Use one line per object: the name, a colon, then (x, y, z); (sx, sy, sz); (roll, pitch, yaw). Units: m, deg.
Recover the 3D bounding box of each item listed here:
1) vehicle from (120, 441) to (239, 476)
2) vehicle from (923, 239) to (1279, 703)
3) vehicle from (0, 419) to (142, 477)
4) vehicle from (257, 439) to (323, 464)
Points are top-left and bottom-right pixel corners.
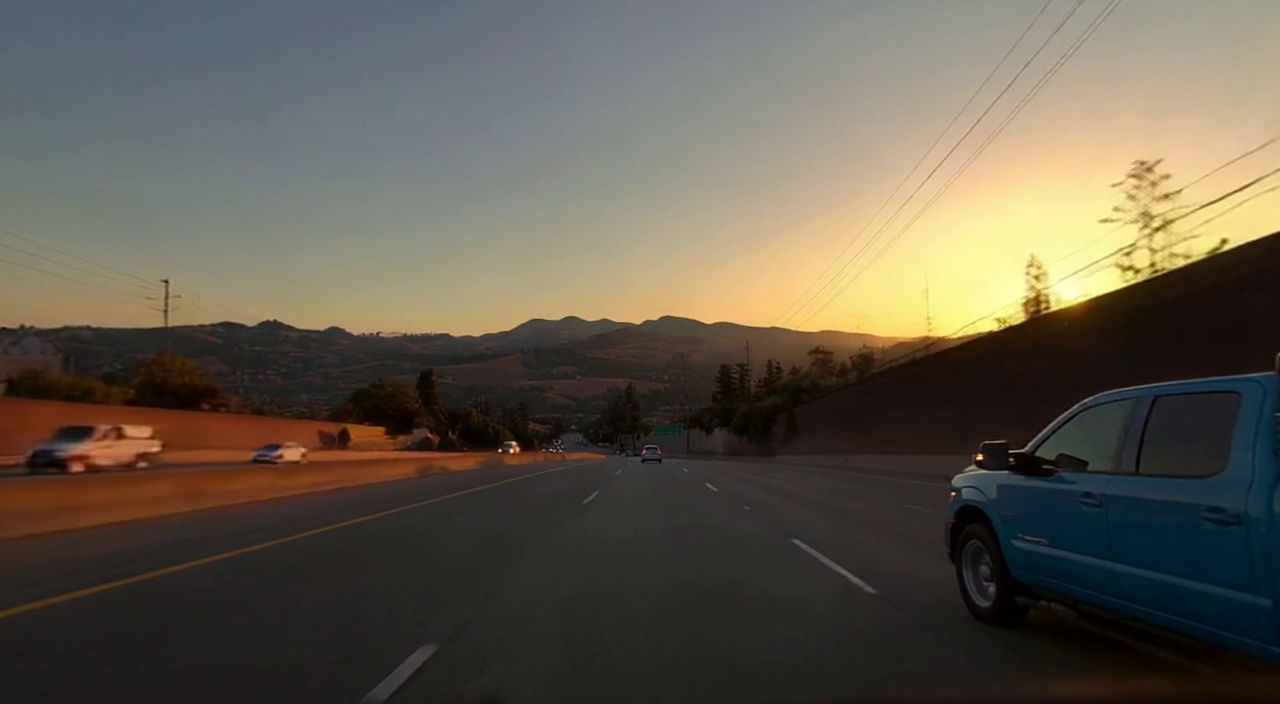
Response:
vehicle: (-21.161, 4.893, 29.143); (1.904, 1.488, 4.675); (0, -9, 1)
vehicle: (3.901, 0.648, 2.475); (2.538, 2.228, 6.370); (0, -9, 0)
vehicle: (-25.412, 4.212, 27.629); (2.331, 2.254, 5.541); (0, -9, 1)
vehicle: (-25.155, 7.178, 45.303); (1.995, 1.687, 4.555); (0, -9, 1)
